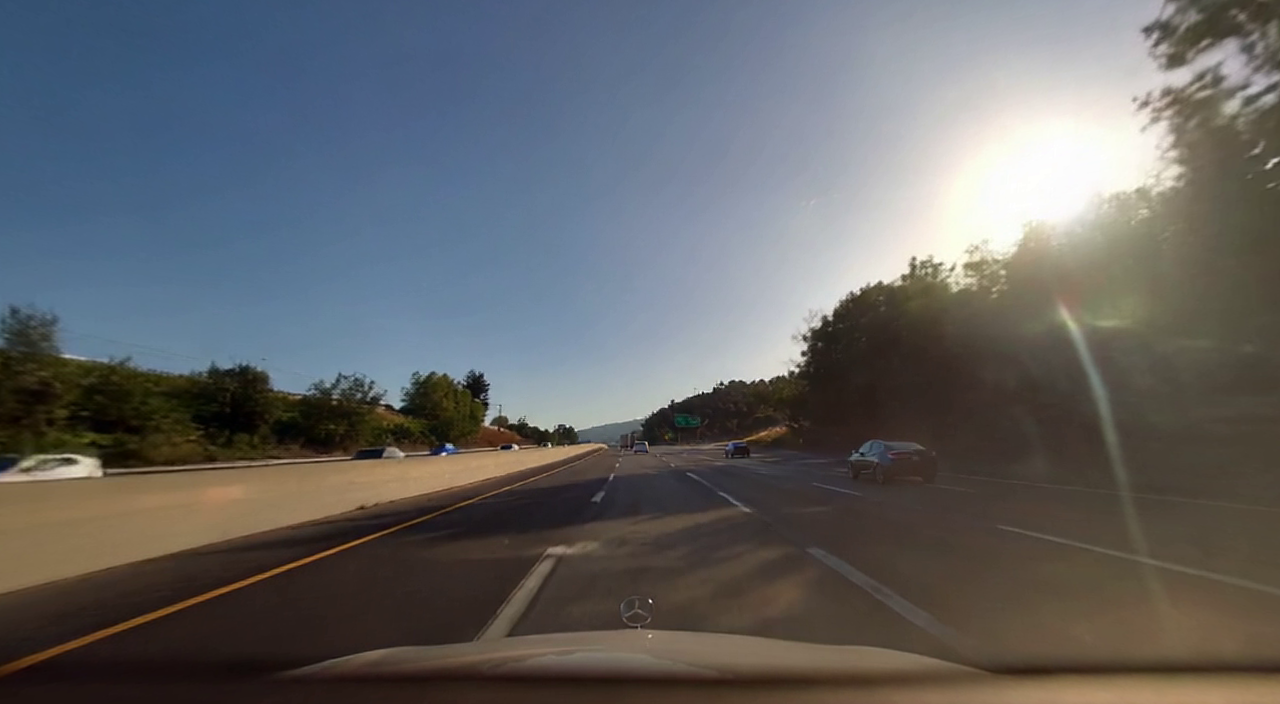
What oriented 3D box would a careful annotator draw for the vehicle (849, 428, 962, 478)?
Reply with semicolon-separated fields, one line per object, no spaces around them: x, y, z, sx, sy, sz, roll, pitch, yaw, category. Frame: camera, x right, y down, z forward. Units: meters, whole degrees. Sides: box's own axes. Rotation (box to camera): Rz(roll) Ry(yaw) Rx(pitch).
11.151;4.326;27.076;2.387;1.936;5.646;0;-9;0;vehicle

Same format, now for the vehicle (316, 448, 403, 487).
-11.947;4.912;27.099;1.873;1.507;3.906;0;-9;1;vehicle

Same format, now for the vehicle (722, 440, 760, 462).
7.600;7.468;47.694;2.053;1.553;4.463;0;-9;-1;vehicle
